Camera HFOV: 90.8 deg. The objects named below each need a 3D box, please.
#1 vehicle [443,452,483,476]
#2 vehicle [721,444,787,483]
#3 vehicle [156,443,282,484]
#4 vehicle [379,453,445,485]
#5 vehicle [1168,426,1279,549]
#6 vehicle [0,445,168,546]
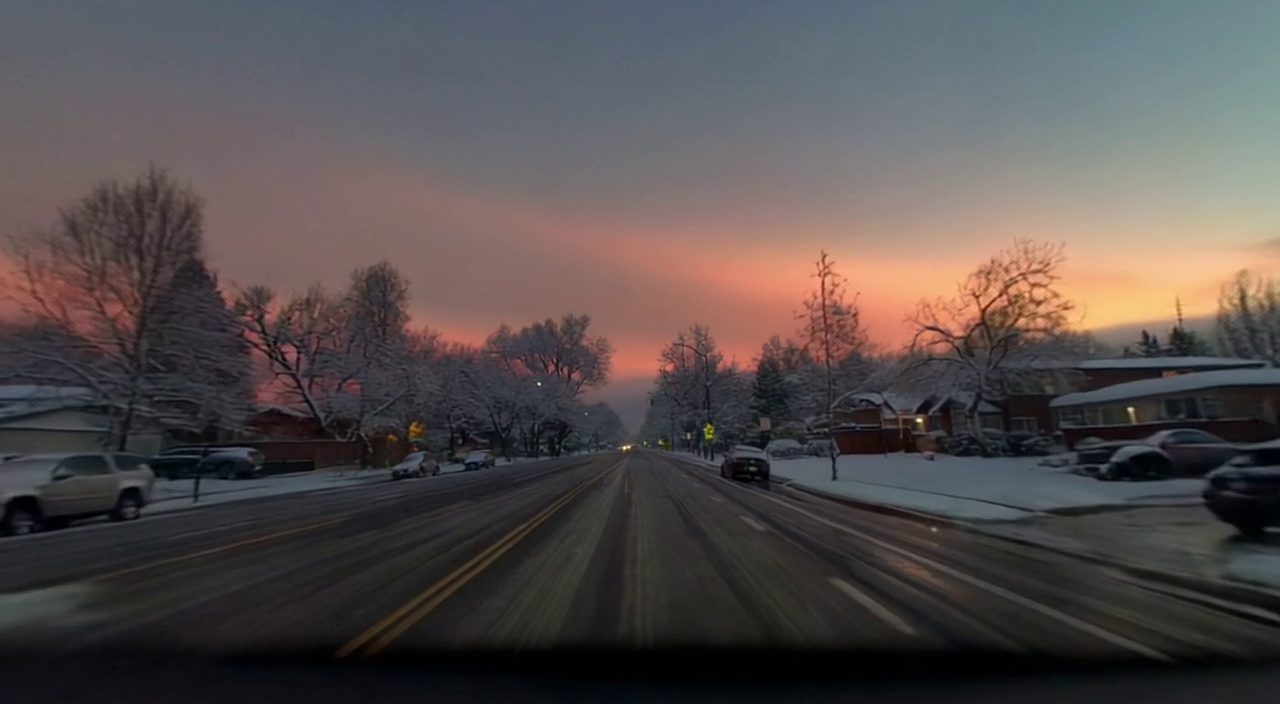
[{"bbox_3d":[-12.647,8.009,45.366,1.775,1.516,4.304,-3,-8,-1],"label":"vehicle"},{"bbox_3d":[4.699,4.668,26.821,1.925,1.482,4.746,0,-9,0],"label":"vehicle"},{"bbox_3d":[-19.966,5.292,30.146,4.461,1.886,2.072,0,-8,-1],"label":"vehicle"},{"bbox_3d":[-12.311,6.318,34.413,1.940,1.452,4.485,-3,-9,1],"label":"vehicle"},{"bbox_3d":[10.163,1.758,8.378,4.501,1.502,1.975,0,-9,0],"label":"vehicle"},{"bbox_3d":[-12.634,2.932,13.279,2.049,1.782,4.460,-4,-8,0],"label":"vehicle"}]
